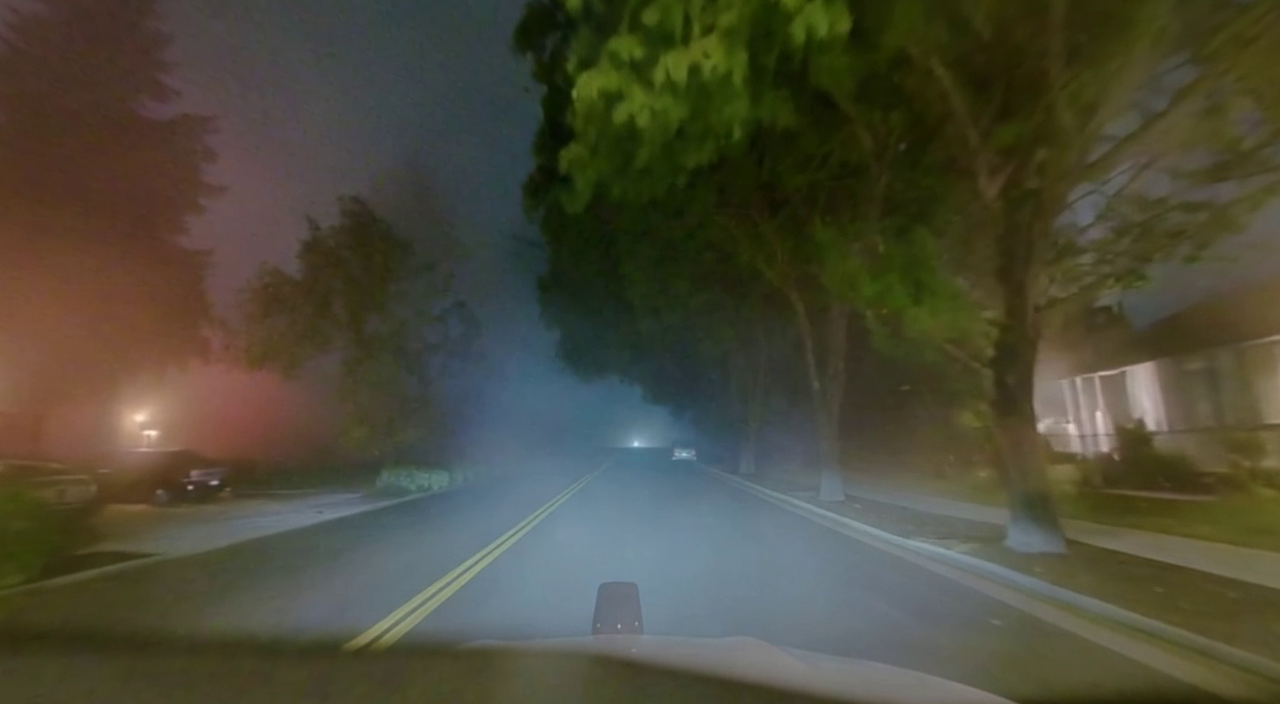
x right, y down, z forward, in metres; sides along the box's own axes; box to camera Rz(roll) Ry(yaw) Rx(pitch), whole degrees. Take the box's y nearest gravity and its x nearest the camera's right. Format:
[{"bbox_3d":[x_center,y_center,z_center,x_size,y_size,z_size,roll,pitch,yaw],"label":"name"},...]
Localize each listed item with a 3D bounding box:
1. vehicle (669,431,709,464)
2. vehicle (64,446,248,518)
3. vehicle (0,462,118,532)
[{"bbox_3d":[2.961,5.923,39.143,2.125,1.861,4.564,-1,-8,0],"label":"vehicle"},{"bbox_3d":[-14.271,3.714,18.569,5.275,1.807,2.279,-6,-10,29],"label":"vehicle"},{"bbox_3d":[-15.443,3.512,15.758,4.273,1.459,2.000,-5,-9,25],"label":"vehicle"}]
